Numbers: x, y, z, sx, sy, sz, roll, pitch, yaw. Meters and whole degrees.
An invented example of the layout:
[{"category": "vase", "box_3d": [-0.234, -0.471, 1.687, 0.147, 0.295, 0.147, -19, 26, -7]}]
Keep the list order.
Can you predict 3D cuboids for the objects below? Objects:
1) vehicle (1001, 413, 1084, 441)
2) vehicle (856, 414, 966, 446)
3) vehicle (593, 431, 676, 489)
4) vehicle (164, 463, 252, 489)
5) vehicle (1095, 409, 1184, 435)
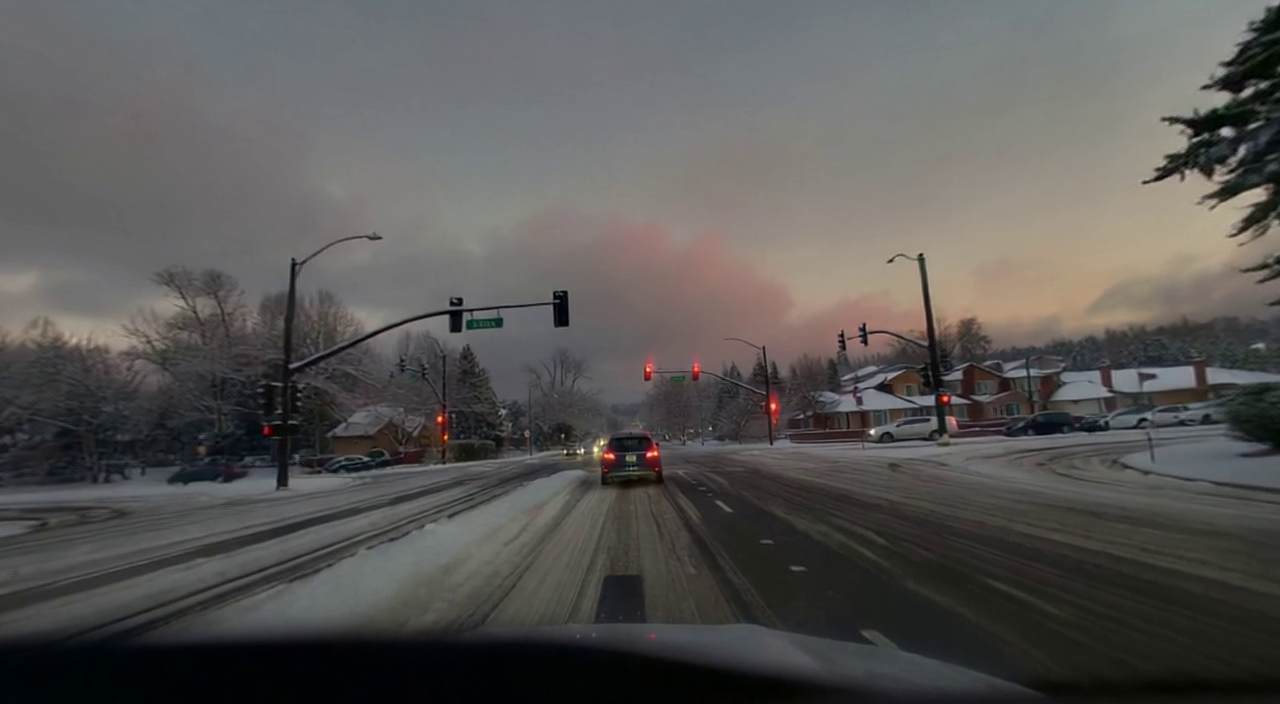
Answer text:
[{"category": "vehicle", "box_3d": [28.648, 5.361, 45.069, 4.557, 1.899, 1.996, 1, -8, -5]}, {"category": "vehicle", "box_3d": [17.931, 5.200, 42.104, 6.025, 2.000, 2.876, 1, -7, -2]}, {"category": "vehicle", "box_3d": [-0.058, 3.277, 19.507, 2.074, 1.570, 3.647, 0, -8, 7]}, {"category": "vehicle", "box_3d": [-32.660, 9.399, 47.901, 5.009, 1.739, 2.092, 1, -8, -11]}, {"category": "vehicle", "box_3d": [35.911, 5.066, 45.470, 4.735, 1.784, 2.094, 1, -7, -3]}]
